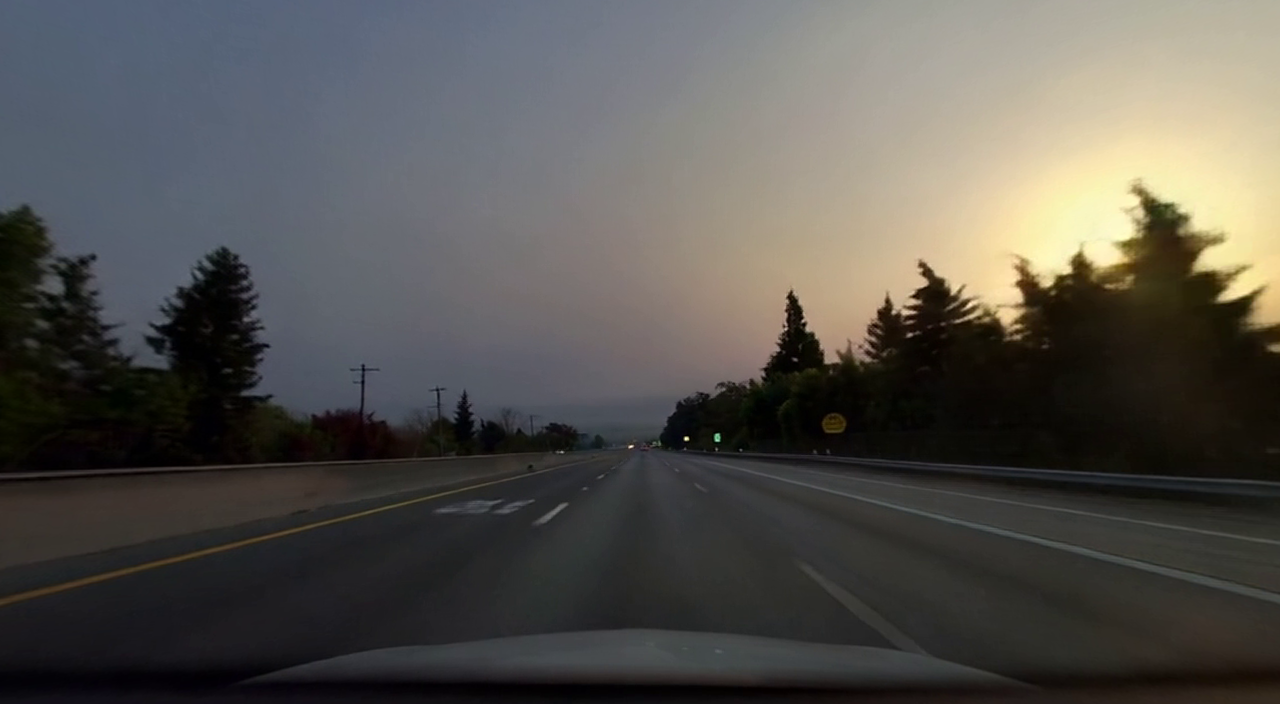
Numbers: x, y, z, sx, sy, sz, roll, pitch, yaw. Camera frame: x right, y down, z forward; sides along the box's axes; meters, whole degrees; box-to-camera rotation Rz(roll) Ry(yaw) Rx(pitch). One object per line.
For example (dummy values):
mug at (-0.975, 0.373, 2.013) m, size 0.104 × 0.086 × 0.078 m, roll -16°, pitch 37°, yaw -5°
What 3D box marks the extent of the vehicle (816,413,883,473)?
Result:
vehicle at (13.685, 6.001, 41.532) m, size 3.229 × 3.713 × 3.639 m, roll -1°, pitch -8°, yaw 3°
